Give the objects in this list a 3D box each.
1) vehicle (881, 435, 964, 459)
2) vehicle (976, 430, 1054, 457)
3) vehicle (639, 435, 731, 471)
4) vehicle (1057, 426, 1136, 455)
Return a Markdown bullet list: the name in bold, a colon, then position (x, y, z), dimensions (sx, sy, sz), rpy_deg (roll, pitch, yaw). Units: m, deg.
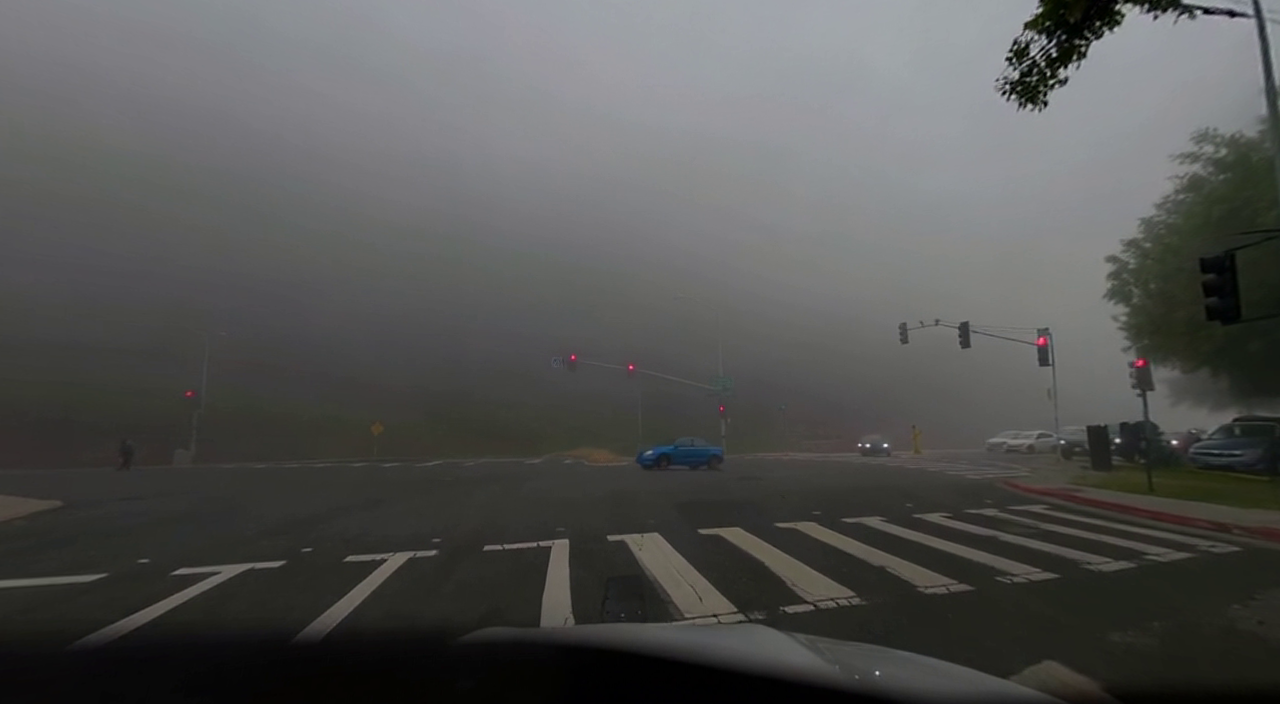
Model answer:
- **vehicle**: position (18.713, 6.277, 41.791), dimensions (5.234, 1.549, 1.982), rpy_deg (4, -9, -24)
- **vehicle**: position (26.942, 6.581, 45.428), dimensions (5.032, 1.828, 2.183), rpy_deg (4, -9, -24)
- **vehicle**: position (2.020, 4.498, 28.198), dimensions (3.896, 1.500, 1.740), rpy_deg (6, -11, -37)
- **vehicle**: position (36.084, 7.025, 49.905), dimensions (6.148, 2.119, 2.473), rpy_deg (4, -10, -28)
